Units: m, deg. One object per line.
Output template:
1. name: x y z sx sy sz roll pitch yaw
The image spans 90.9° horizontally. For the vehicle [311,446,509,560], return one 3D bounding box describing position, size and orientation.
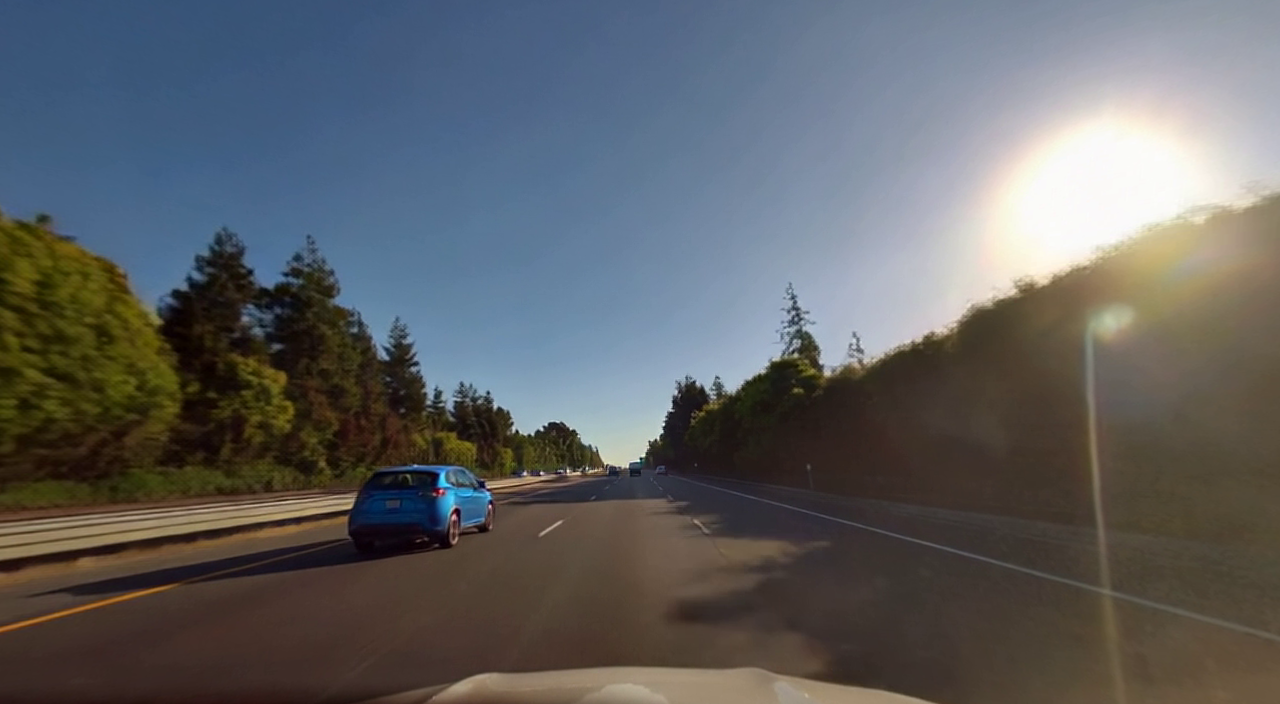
1. vehicle: -3.619 2.468 10.815 1.797 1.532 4.072 1 -10 0
